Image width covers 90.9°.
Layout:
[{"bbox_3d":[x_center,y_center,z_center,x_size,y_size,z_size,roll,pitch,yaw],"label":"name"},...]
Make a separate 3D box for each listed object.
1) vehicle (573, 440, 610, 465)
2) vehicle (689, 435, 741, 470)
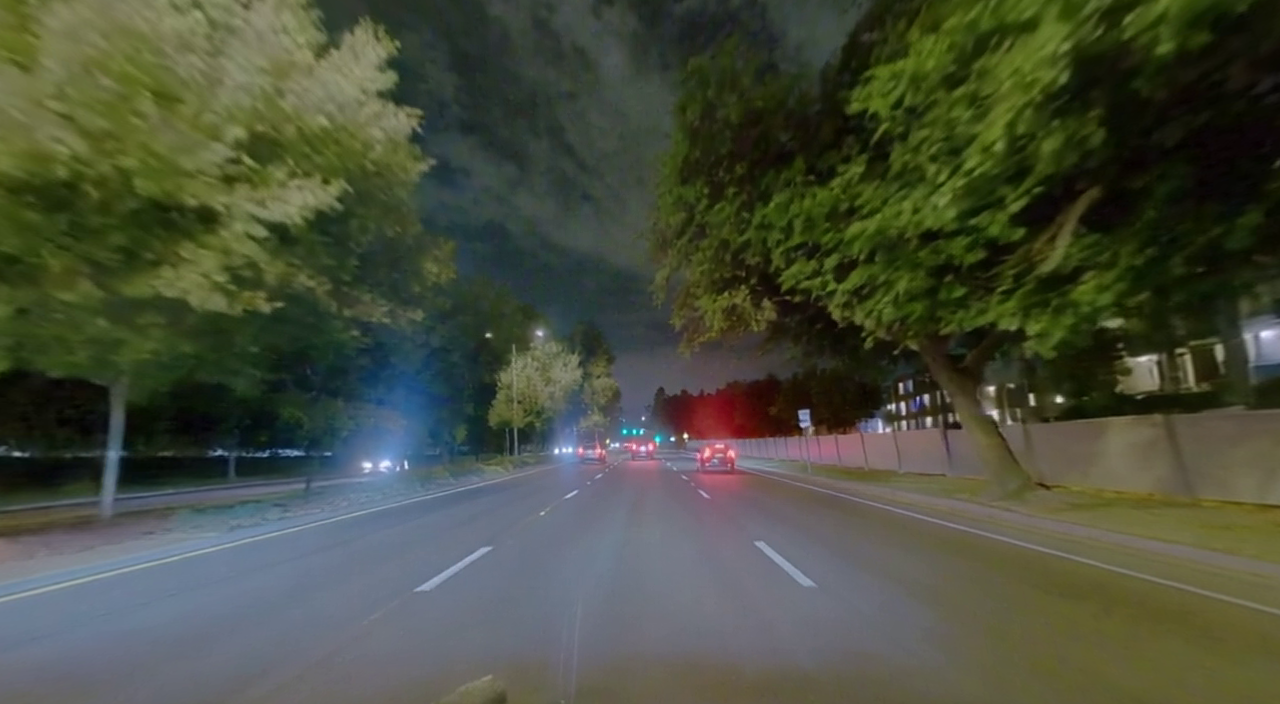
[{"bbox_3d":[-3.015,6.411,40.247,1.940,1.473,4.133,0,-8,1],"label":"vehicle"},{"bbox_3d":[3.887,5.309,33.469,2.182,1.688,4.187,0,-8,-1],"label":"vehicle"}]
